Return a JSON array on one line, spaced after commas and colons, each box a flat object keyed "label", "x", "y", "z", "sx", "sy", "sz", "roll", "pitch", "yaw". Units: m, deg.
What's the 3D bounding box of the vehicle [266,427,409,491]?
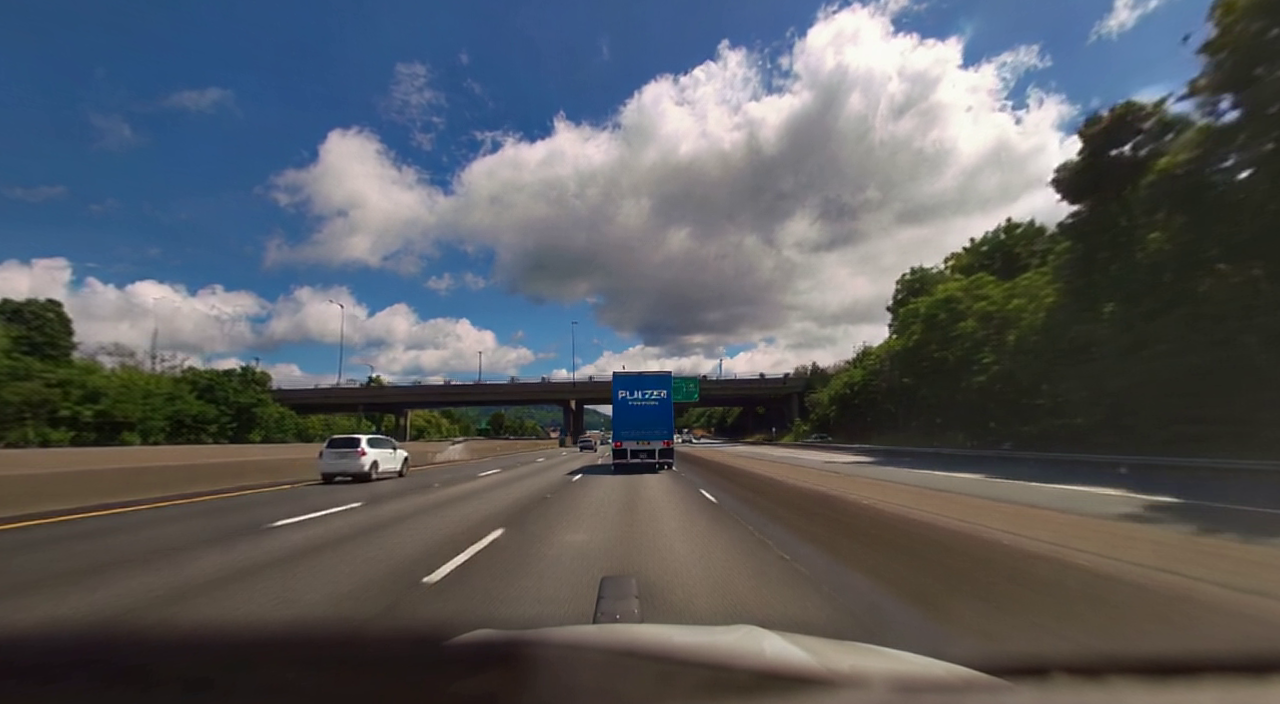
[{"label": "vehicle", "x": -8.230, "y": 2.937, "z": 17.629, "sx": 2.041, "sy": 1.566, "sz": 3.986, "roll": 0, "pitch": -8, "yaw": 0}]

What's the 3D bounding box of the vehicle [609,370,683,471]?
[{"label": "vehicle", "x": 0.093, "y": 3.505, "z": 30.845, "sx": 2.926, "sy": 3.959, "sz": 11.818, "roll": 0, "pitch": -8, "yaw": -1}]
